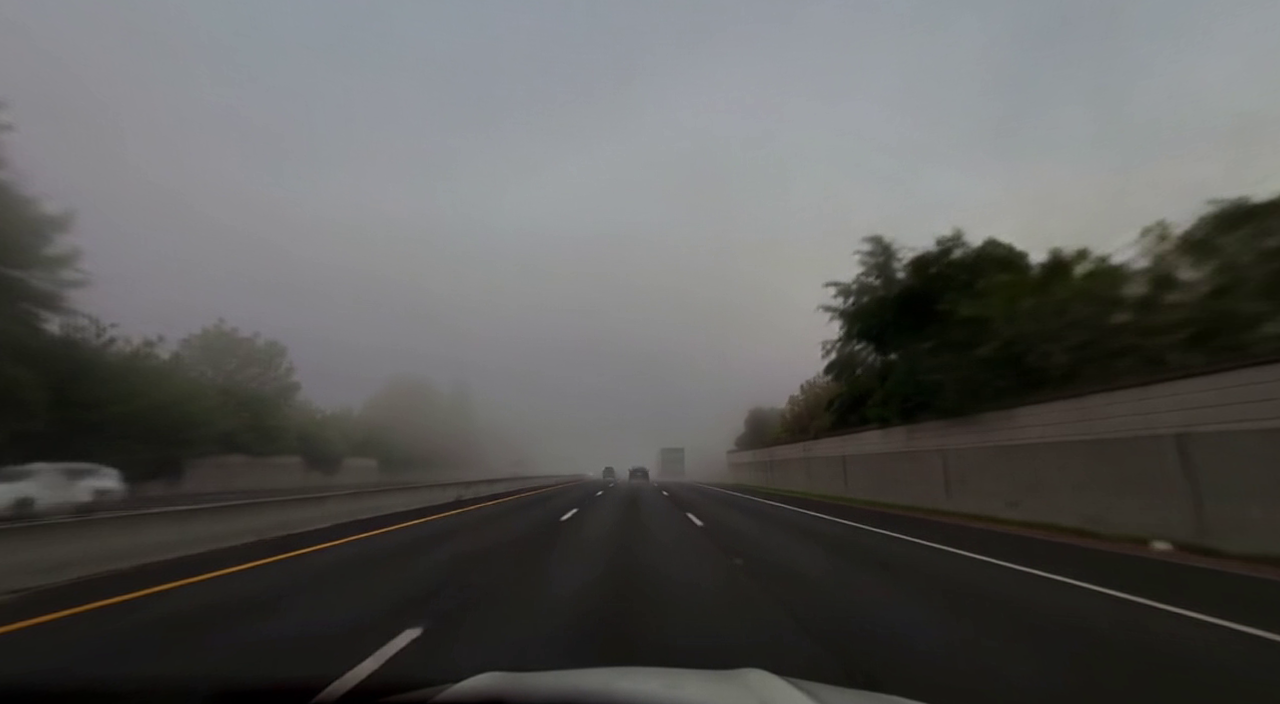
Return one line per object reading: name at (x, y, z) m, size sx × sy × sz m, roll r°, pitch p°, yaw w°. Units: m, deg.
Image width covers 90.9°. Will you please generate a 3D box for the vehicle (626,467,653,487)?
vehicle at (-0.059, 9.696, 49.009) m, size 2.015 × 1.478 × 3.920 m, roll 1°, pitch -10°, yaw -1°
